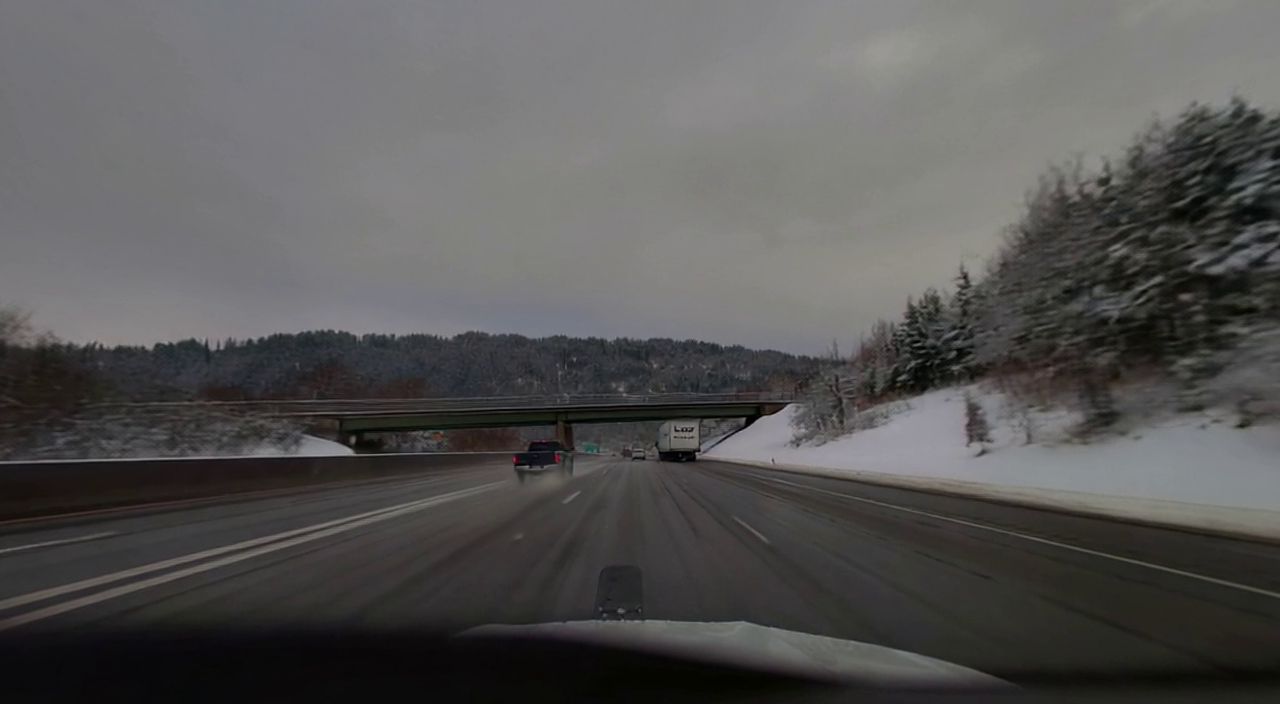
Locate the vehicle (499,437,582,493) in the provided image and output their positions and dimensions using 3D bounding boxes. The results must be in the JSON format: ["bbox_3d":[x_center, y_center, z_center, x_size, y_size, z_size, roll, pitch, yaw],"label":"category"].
[{"bbox_3d":[-3.161,3.700,20.960,2.052,1.654,4.303,0,-9,0],"label":"vehicle"}]
